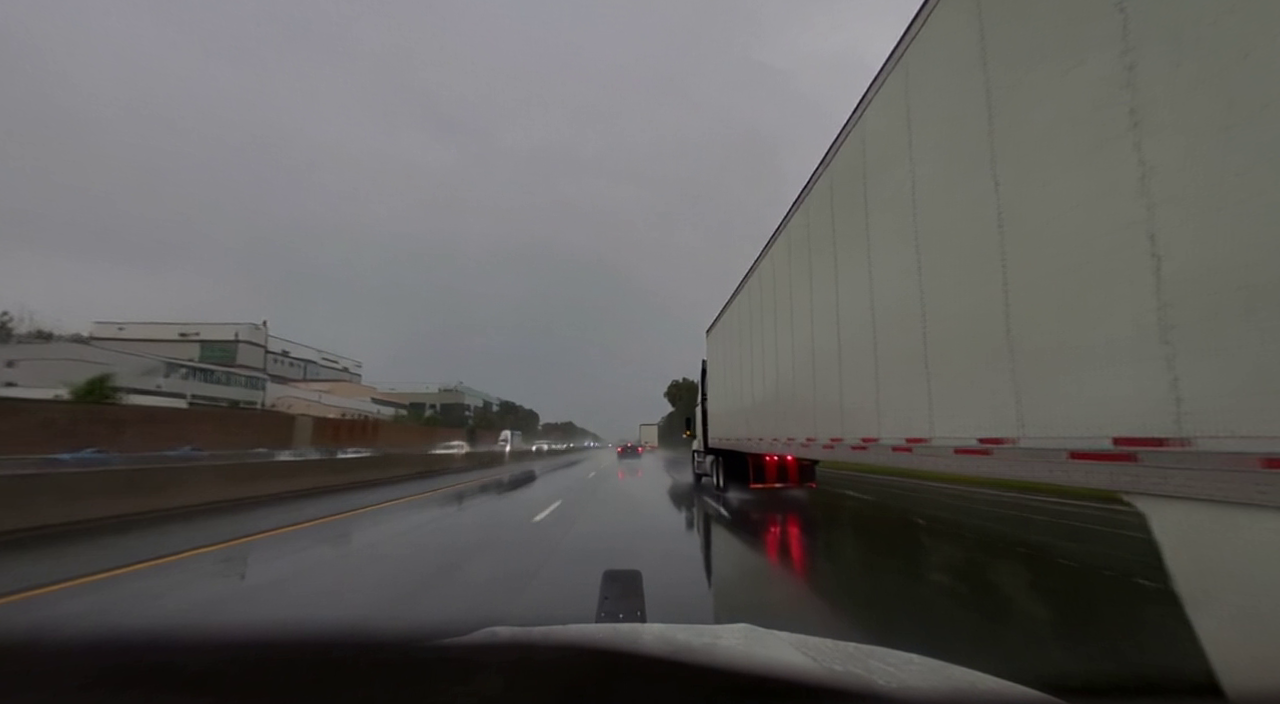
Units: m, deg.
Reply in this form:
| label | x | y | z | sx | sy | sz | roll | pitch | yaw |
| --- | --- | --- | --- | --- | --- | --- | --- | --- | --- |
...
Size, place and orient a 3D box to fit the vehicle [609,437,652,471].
| label | x | y | z | sx | sy | sz | roll | pitch | yaw |
| --- | --- | --- | --- | --- | --- | --- | --- | --- | --- |
| vehicle | -0.529 | 5.432 | 33.883 | 2.191 | 1.685 | 4.015 | 0 | -9 | -1 |

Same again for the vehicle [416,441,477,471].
| label | x | y | z | sx | sy | sz | roll | pitch | yaw |
| --- | --- | --- | --- | --- | --- | --- | --- | --- | --- |
| vehicle | -10.743 | 5.807 | 35.404 | 2.069 | 1.556 | 4.512 | 0 | -9 | -1 |

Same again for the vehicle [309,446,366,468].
| label | x | y | z | sx | sy | sz | roll | pitch | yaw |
| --- | --- | --- | --- | --- | --- | --- | --- | --- | --- |
| vehicle | -21.359 | 7.420 | 44.849 | 1.916 | 1.494 | 4.497 | 0 | -9 | -1 |

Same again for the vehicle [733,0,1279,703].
| label | x | y | z | sx | sy | sz | roll | pitch | yaw |
| --- | --- | --- | --- | --- | --- | --- | --- | --- | --- |
| vehicle | 3.432 | -0.088 | 4.525 | 2.996 | 4.123 | 15.965 | 0 | -9 | 0 |

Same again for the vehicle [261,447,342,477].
| label | x | y | z | sx | sy | sz | roll | pitch | yaw |
| --- | --- | --- | --- | --- | --- | --- | --- | --- | --- |
| vehicle | -17.679 | 5.726 | 33.242 | 1.829 | 1.454 | 4.419 | 0 | -9 | -1 |
